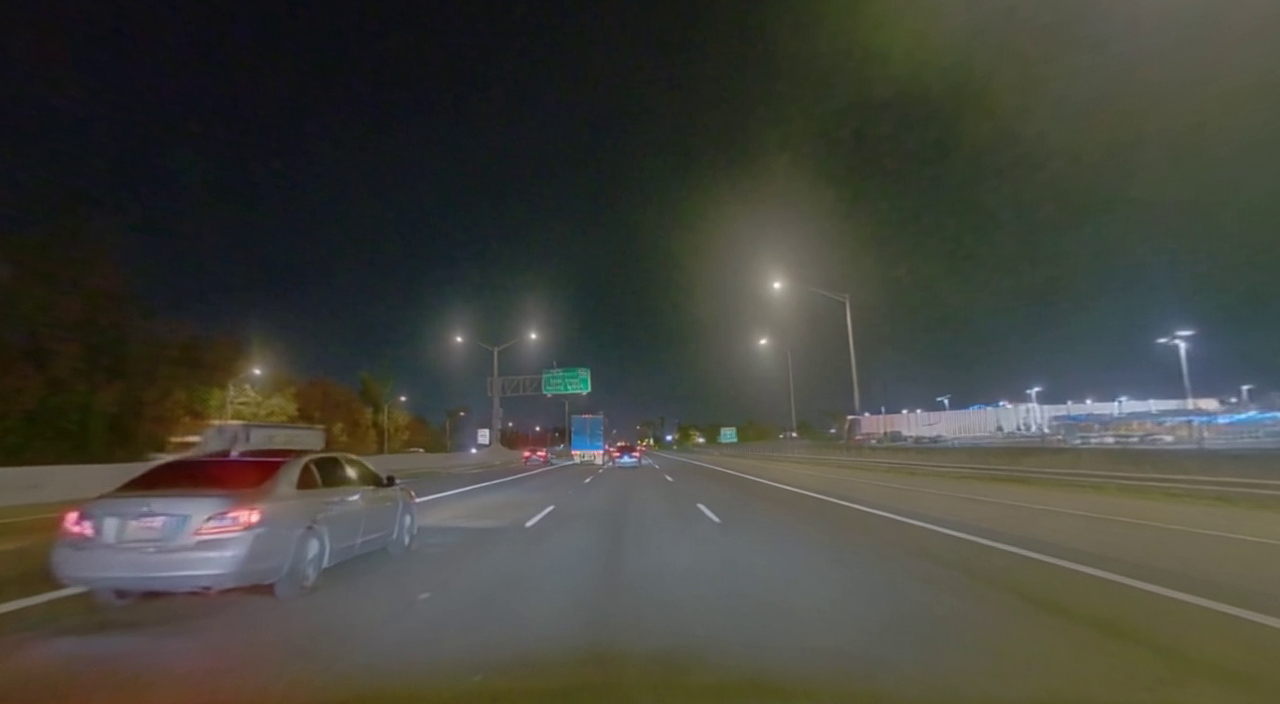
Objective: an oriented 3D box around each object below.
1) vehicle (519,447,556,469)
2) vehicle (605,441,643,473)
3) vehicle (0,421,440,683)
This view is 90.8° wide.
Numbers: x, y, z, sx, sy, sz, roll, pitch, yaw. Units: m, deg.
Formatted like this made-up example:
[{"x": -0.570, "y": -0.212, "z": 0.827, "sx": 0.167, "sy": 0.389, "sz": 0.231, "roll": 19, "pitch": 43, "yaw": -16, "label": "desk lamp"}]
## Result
[{"x": -7.475, "y": 7.770, "z": 46.561, "sx": 2.026, "sy": 1.477, "sz": 4.467, "roll": 0, "pitch": -9, "yaw": 0, "label": "vehicle"}, {"x": -0.864, "y": 5.908, "z": 35.741, "sx": 2.033, "sy": 1.669, "sz": 4.112, "roll": 0, "pitch": -9, "yaw": 0, "label": "vehicle"}, {"x": -3.601, "y": 1.504, "z": 5.947, "sx": 1.997, "sy": 1.507, "sz": 4.391, "roll": 0, "pitch": -9, "yaw": 0, "label": "vehicle"}]
